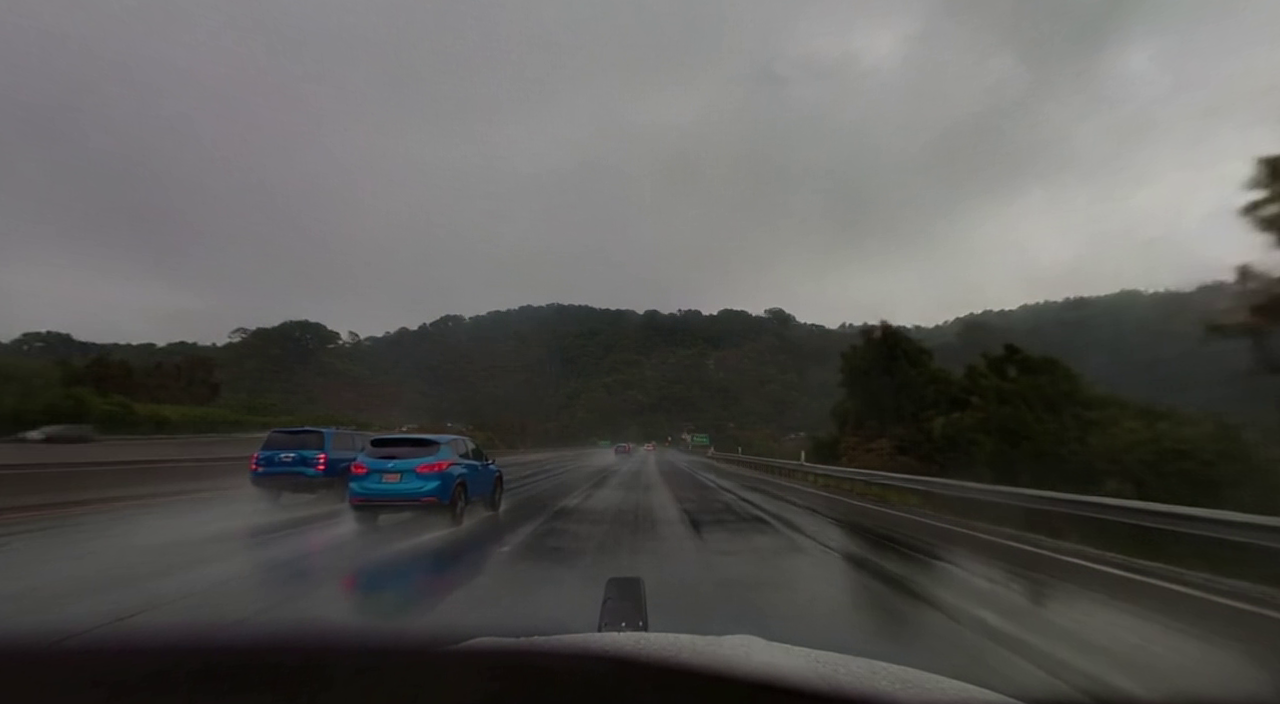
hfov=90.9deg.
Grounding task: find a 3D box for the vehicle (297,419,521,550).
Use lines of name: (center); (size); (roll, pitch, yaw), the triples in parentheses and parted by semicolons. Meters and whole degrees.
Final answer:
vehicle: (-3.377, 2.033, 10.311); (1.983, 1.663, 4.290); (0, -9, 1)
